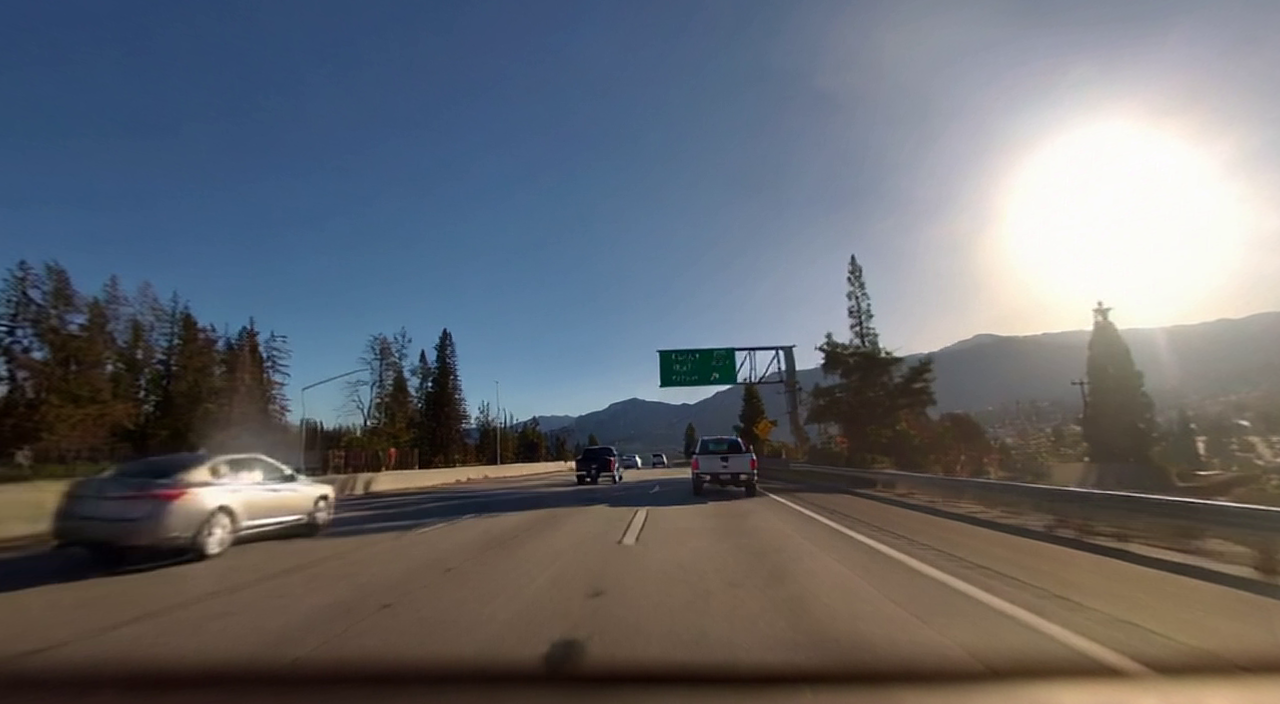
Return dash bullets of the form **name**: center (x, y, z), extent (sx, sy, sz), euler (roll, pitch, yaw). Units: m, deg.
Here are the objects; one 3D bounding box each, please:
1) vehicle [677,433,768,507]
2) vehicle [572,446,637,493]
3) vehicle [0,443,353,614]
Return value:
- **vehicle**: center (2.236, 3.384, 18.680), extent (2.229, 1.837, 5.387), euler (-1, -9, 3)
- **vehicle**: center (-1.240, 4.350, 23.772), extent (1.959, 1.604, 4.065), euler (-1, -9, 3)
- **vehicle**: center (-6.001, 1.967, 8.169), extent (2.109, 1.530, 4.646), euler (-1, -9, 4)
